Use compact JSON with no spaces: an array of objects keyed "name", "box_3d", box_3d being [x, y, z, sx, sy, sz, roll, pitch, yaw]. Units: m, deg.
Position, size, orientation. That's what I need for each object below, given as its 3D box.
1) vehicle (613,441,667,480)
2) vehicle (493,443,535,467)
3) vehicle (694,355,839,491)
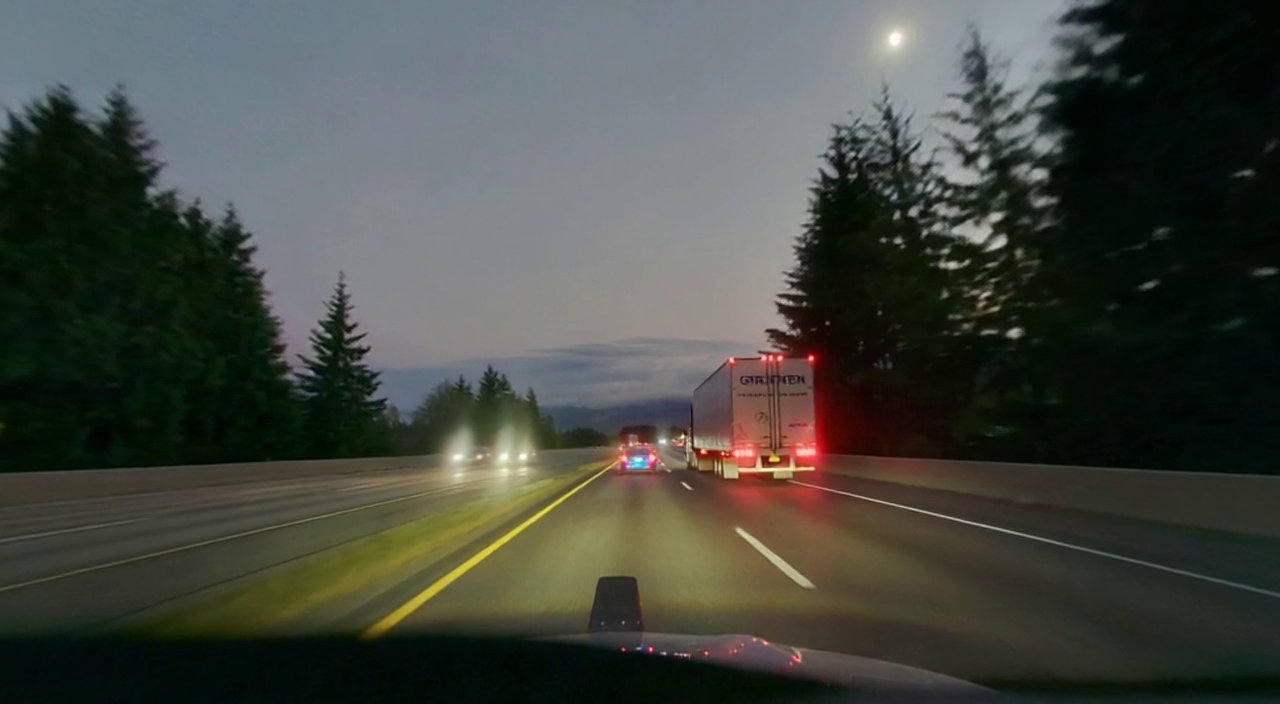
[{"name":"vehicle","box_3d":[0.007,4.515,26.335,2.074,1.475,3.960,0,-9,0]},{"name":"vehicle","box_3d":[-8.614,7.089,43.480,1.930,1.549,4.485,0,-9,1]},{"name":"vehicle","box_3d":[4.399,3.211,26.153,2.909,4.074,14.457,0,-9,0]}]
